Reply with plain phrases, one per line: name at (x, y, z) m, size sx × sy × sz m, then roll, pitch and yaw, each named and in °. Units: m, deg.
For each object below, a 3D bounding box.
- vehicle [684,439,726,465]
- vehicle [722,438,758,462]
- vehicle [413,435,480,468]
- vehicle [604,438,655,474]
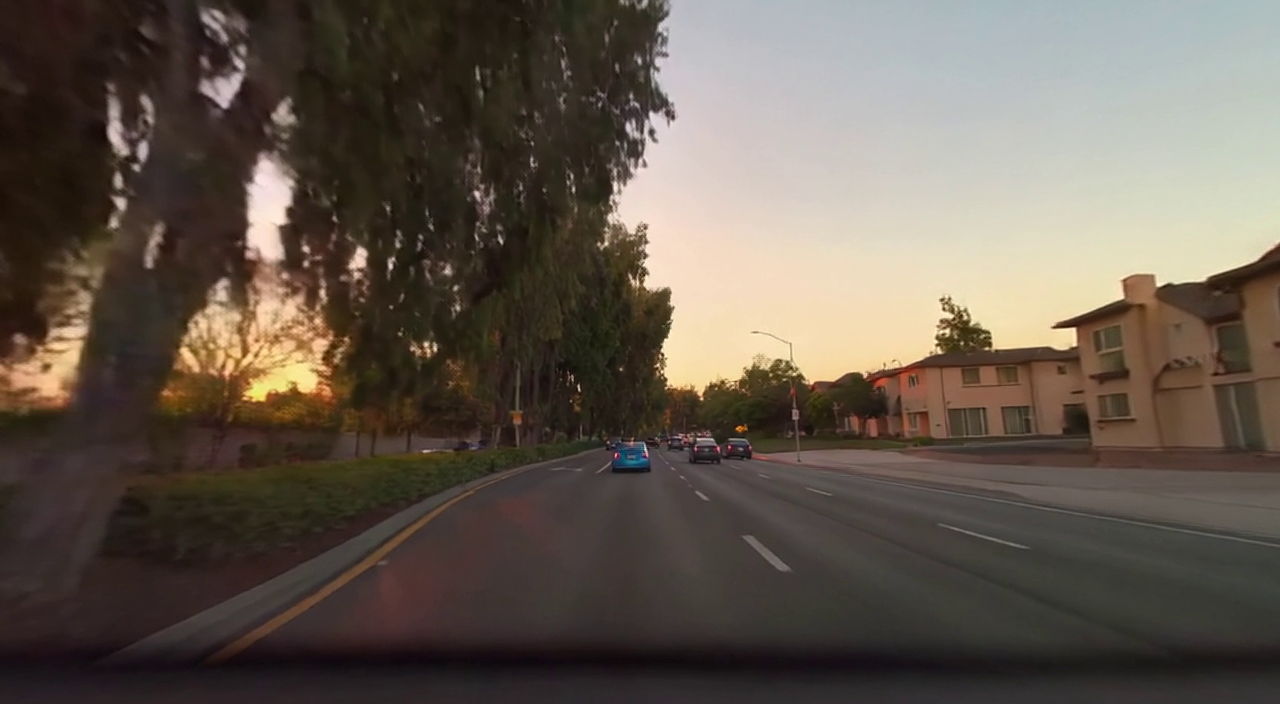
vehicle at (4.006, 6.240, 39.512) m, size 2.067 × 1.514 × 4.188 m, roll 0°, pitch -8°, yaw -2°
vehicle at (7.460, 7.318, 47.383) m, size 1.972 × 1.700 × 4.269 m, roll 0°, pitch -8°, yaw 0°
vehicle at (-10.370, 5.395, 34.223) m, size 2.071 × 1.645 × 4.654 m, roll 0°, pitch -8°, yaw 1°
vehicle at (-0.410, 4.585, 27.998) m, size 2.102 × 1.481 × 3.907 m, roll 0°, pitch -8°, yaw 0°
